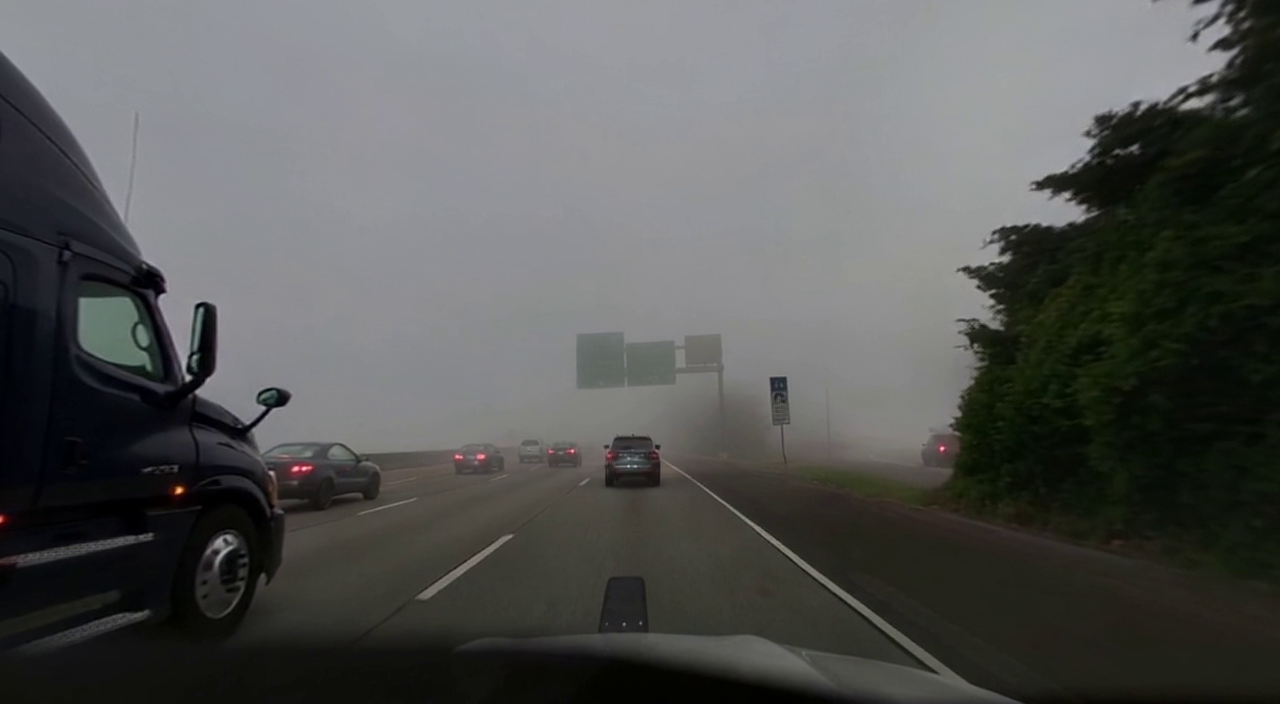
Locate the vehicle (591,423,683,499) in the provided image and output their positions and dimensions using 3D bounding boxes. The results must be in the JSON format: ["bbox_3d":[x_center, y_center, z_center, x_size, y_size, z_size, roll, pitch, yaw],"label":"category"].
[{"bbox_3d":[-0.068,2.870,16.922,2.152,1.779,3.924,0,-9,0],"label":"vehicle"}]

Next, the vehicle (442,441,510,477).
[{"bbox_3d":[-7.268,4.777,28.410,1.869,1.466,4.217,0,-9,1],"label":"vehicle"}]

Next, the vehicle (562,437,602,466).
[{"bbox_3d":[-3.447,6.008,38.050,1.952,1.649,4.131,0,-9,1],"label":"vehicle"}]

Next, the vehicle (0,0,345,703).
[{"bbox_3d":[-3.936,-0.556,0.378,2.990,3.885,8.540,0,-9,2],"label":"vehicle"}]

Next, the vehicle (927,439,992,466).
[{"bbox_3d":[18.913,5.953,37.523,1.918,1.472,4.782,-1,-9,8],"label":"vehicle"}]
